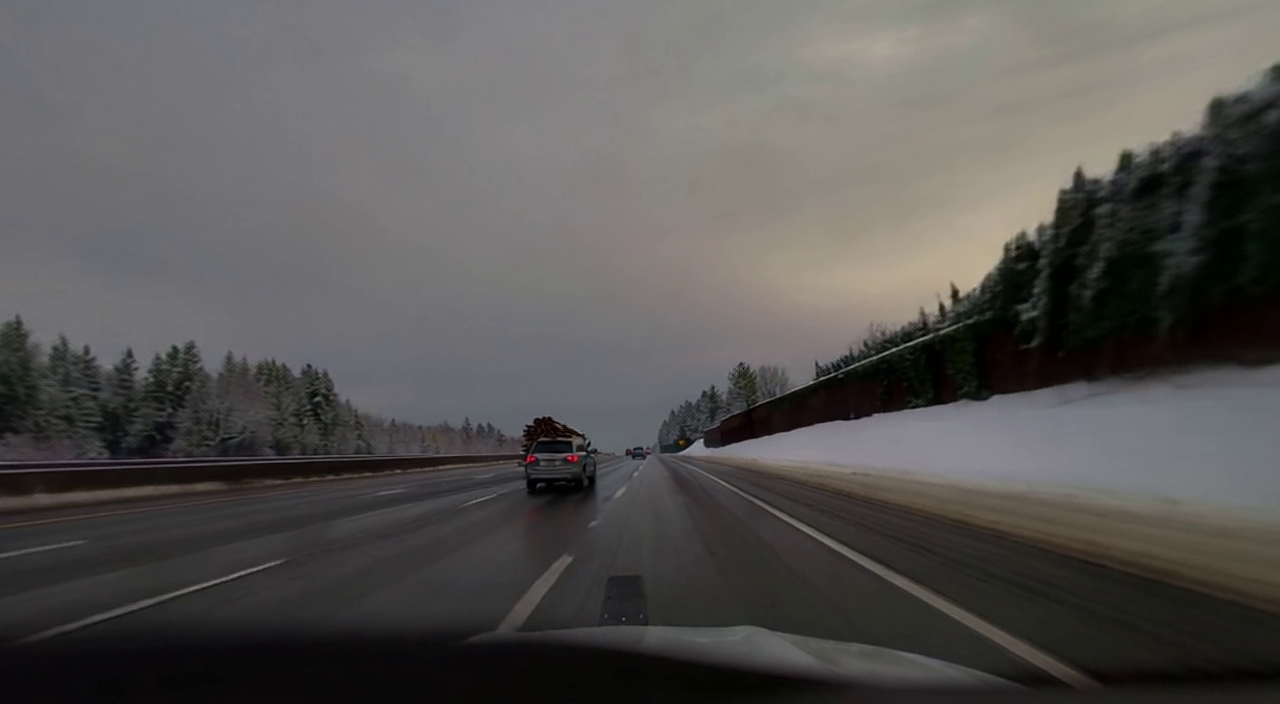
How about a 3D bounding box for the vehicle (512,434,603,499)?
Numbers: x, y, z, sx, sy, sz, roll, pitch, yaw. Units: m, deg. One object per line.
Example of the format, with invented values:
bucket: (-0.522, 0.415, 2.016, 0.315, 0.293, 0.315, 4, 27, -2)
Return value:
vehicle: (-2.429, 3.496, 19.757, 2.114, 1.787, 4.365, 0, -8, 2)
